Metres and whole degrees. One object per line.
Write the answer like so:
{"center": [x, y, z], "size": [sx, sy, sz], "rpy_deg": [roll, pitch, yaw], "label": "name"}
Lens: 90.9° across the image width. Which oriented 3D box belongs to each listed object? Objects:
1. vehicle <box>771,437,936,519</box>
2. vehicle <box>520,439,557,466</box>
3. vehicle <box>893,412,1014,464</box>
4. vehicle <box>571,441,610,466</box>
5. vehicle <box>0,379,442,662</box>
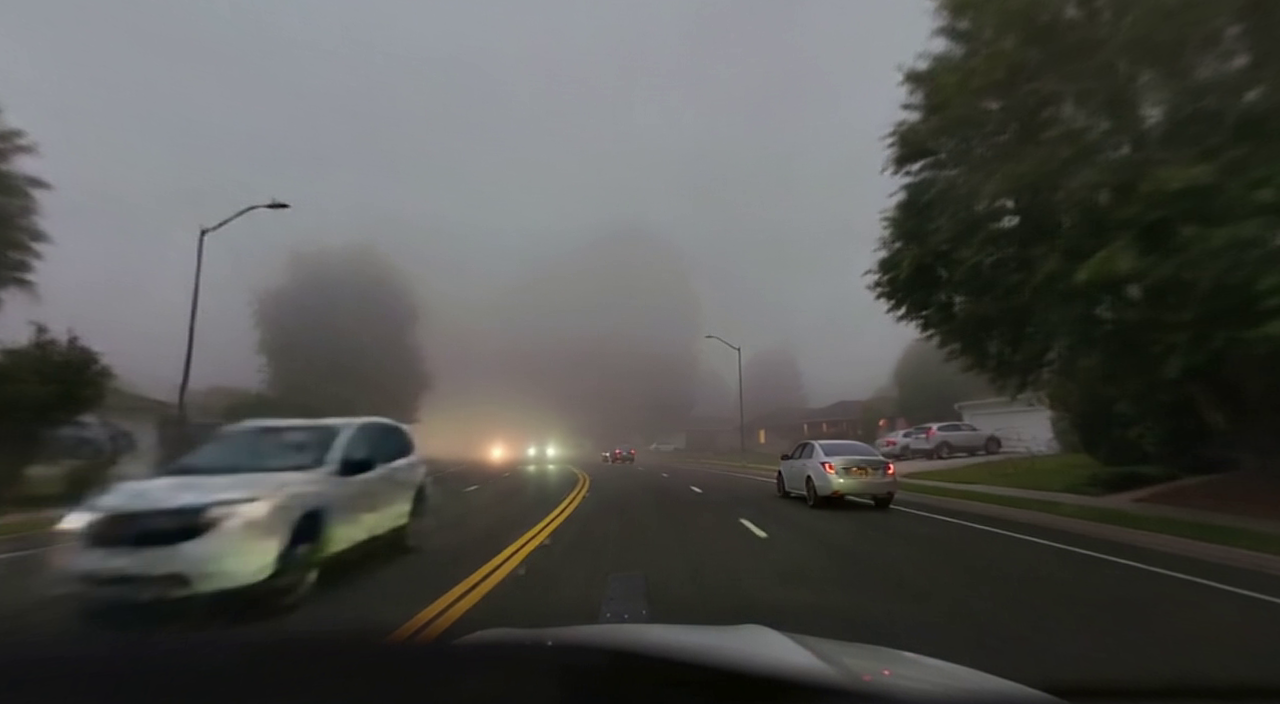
{"center": [4.412, 2.646, 13.836], "size": [1.934, 1.506, 4.282], "rpy_deg": [0, -8, -3], "label": "vehicle"}
{"center": [-7.432, 7.281, 45.737], "size": [2.316, 1.845, 4.805], "rpy_deg": [2, -9, -13], "label": "vehicle"}
{"center": [14.982, 4.069, 30.264], "size": [4.455, 1.795, 2.331], "rpy_deg": [-7, -5, -8], "label": "vehicle"}
{"center": [-3.623, 7.216, 45.129], "size": [2.106, 1.667, 4.367], "rpy_deg": [2, -9, -14], "label": "vehicle"}
{"center": [-3.618, 1.334, 6.035], "size": [2.081, 1.721, 4.228], "rpy_deg": [0, -8, 0], "label": "vehicle"}
